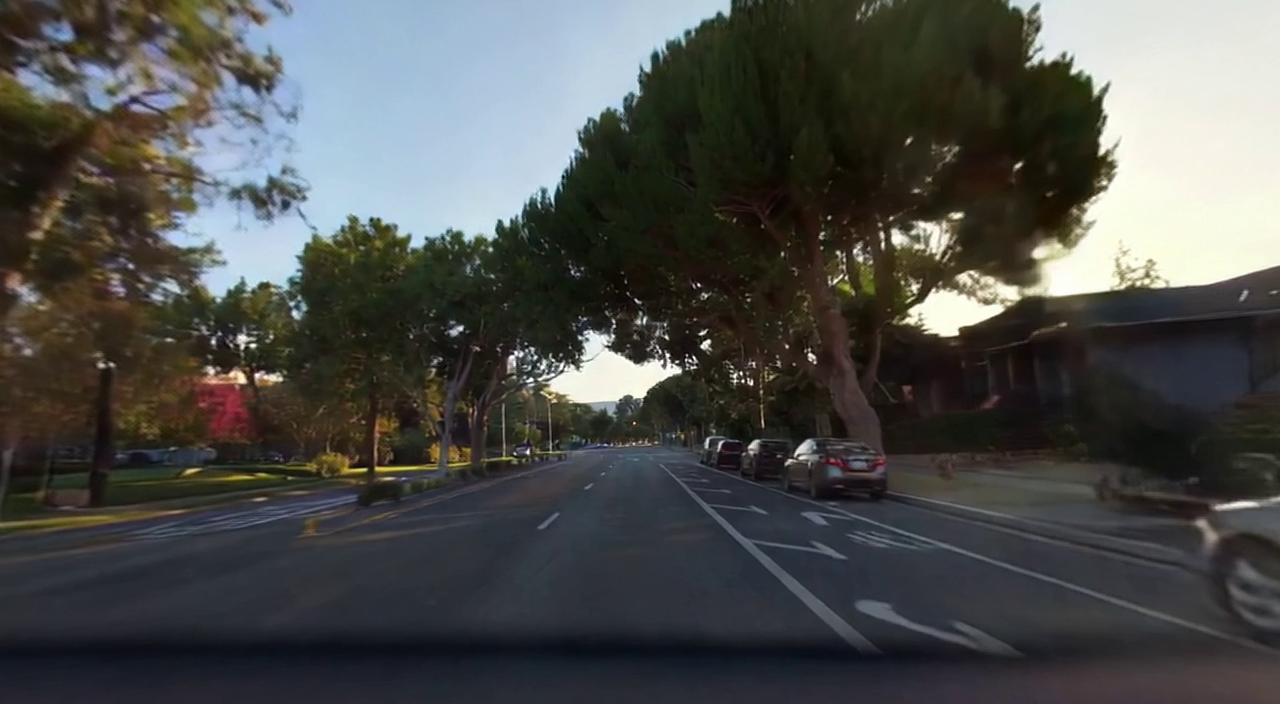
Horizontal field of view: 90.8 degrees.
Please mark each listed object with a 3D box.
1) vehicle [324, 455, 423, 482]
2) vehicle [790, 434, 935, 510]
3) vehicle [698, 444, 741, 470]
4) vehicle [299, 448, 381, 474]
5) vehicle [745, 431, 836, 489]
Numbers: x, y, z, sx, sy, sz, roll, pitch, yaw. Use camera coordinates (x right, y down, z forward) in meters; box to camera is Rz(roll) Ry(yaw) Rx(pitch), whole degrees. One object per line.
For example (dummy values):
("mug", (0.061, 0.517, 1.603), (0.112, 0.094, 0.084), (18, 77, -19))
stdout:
("vehicle", (-15.443, 6.771, 36.877), (4.826, 1.491, 2.086), (0, -8, -3))
("vehicle", (5.046, 2.755, 14.946), (1.837, 1.532, 3.886), (0, -8, -3))
("vehicle", (4.645, 6.171, 37.500), (1.935, 1.433, 4.241), (0, -8, -1))
("vehicle", (-22.954, 8.314, 48.382), (5.368, 1.867, 2.307), (5, -10, -29))
("vehicle", (4.930, 3.606, 21.348), (2.028, 1.731, 4.241), (0, -8, 0))
